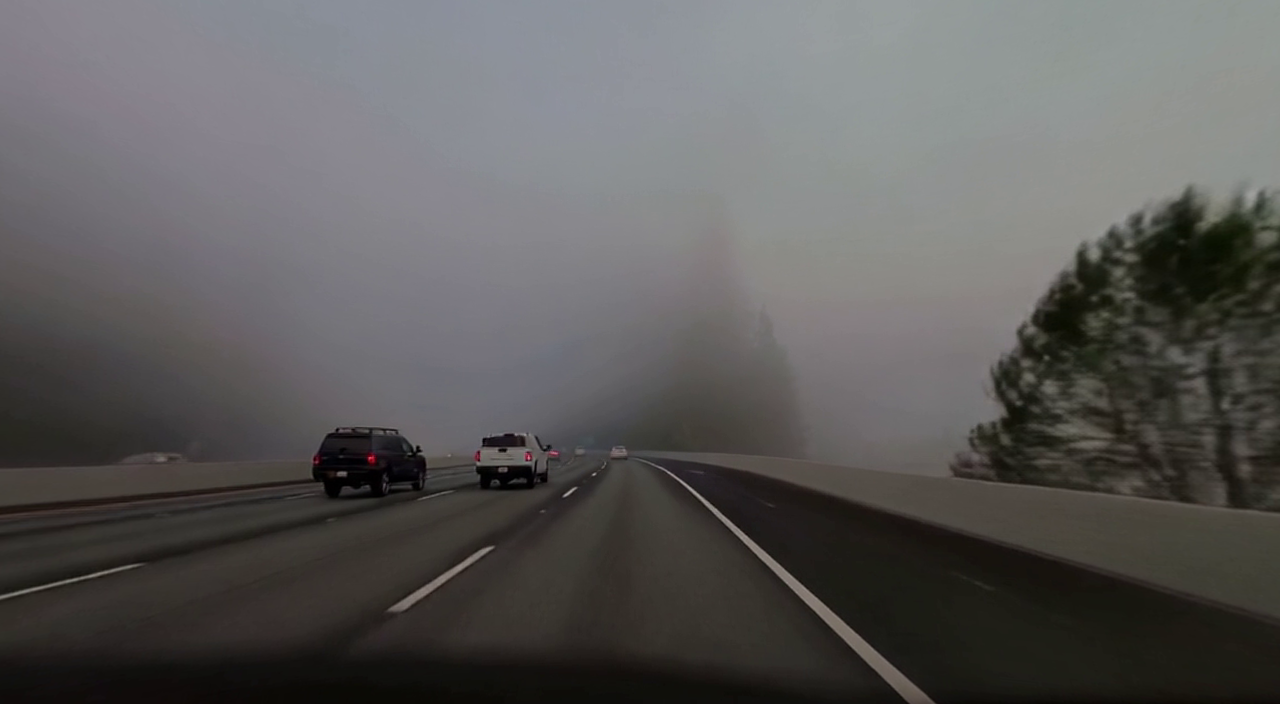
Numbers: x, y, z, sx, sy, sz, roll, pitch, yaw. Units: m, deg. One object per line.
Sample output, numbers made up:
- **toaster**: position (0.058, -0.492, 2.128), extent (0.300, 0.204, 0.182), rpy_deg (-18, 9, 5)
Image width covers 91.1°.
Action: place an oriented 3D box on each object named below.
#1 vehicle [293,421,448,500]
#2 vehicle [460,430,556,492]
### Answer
- **vehicle**: position (-7.533, 3.093, 18.305), extent (2.160, 1.949, 5.293), rpy_deg (0, -8, 0)
- **vehicle**: position (-4.181, 3.534, 20.818), extent (2.142, 1.789, 5.009), rpy_deg (0, -8, -1)
